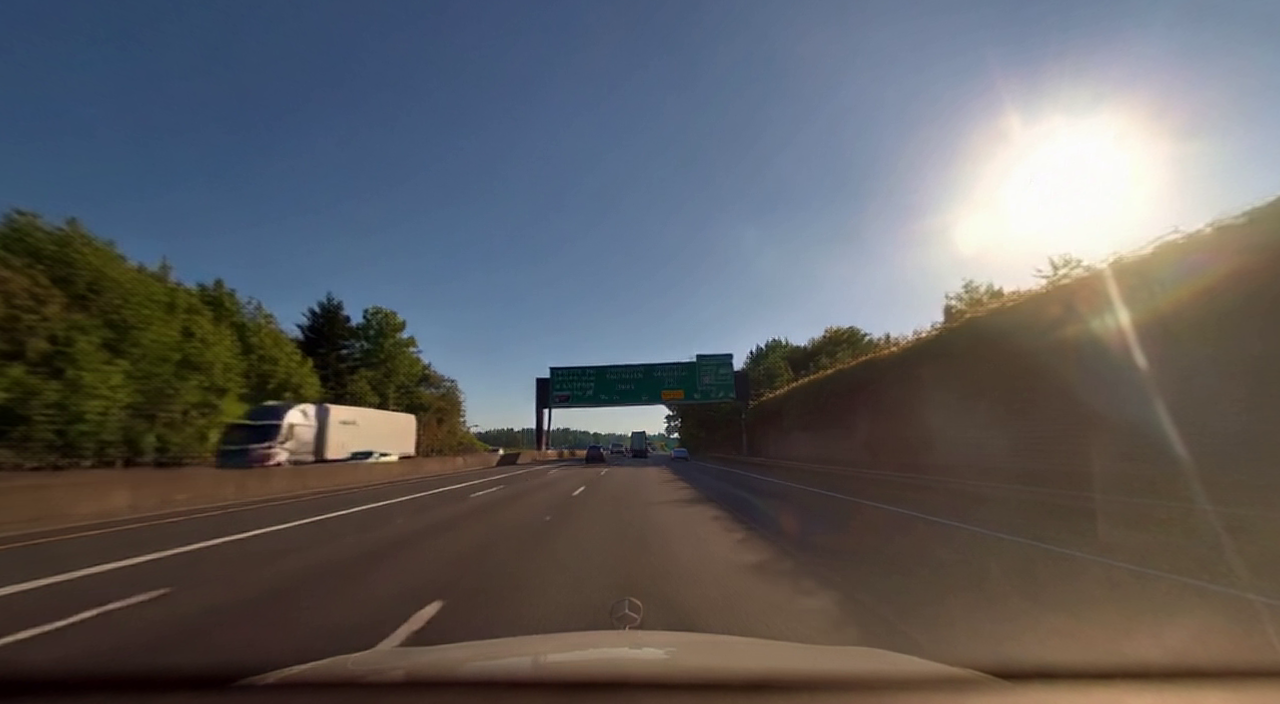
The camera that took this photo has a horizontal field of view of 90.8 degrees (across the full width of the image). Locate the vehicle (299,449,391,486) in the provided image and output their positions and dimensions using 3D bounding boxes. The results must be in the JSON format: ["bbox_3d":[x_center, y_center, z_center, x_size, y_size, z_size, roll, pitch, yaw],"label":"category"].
[{"bbox_3d":[-12.562,4.933,27.201,1.908,1.433,4.264,0,-9,-1],"label":"vehicle"}]

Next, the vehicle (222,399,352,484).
[{"bbox_3d":[-17.706,4.569,32.209,3.050,3.906,5.884,0,-9,0],"label":"vehicle"}]
